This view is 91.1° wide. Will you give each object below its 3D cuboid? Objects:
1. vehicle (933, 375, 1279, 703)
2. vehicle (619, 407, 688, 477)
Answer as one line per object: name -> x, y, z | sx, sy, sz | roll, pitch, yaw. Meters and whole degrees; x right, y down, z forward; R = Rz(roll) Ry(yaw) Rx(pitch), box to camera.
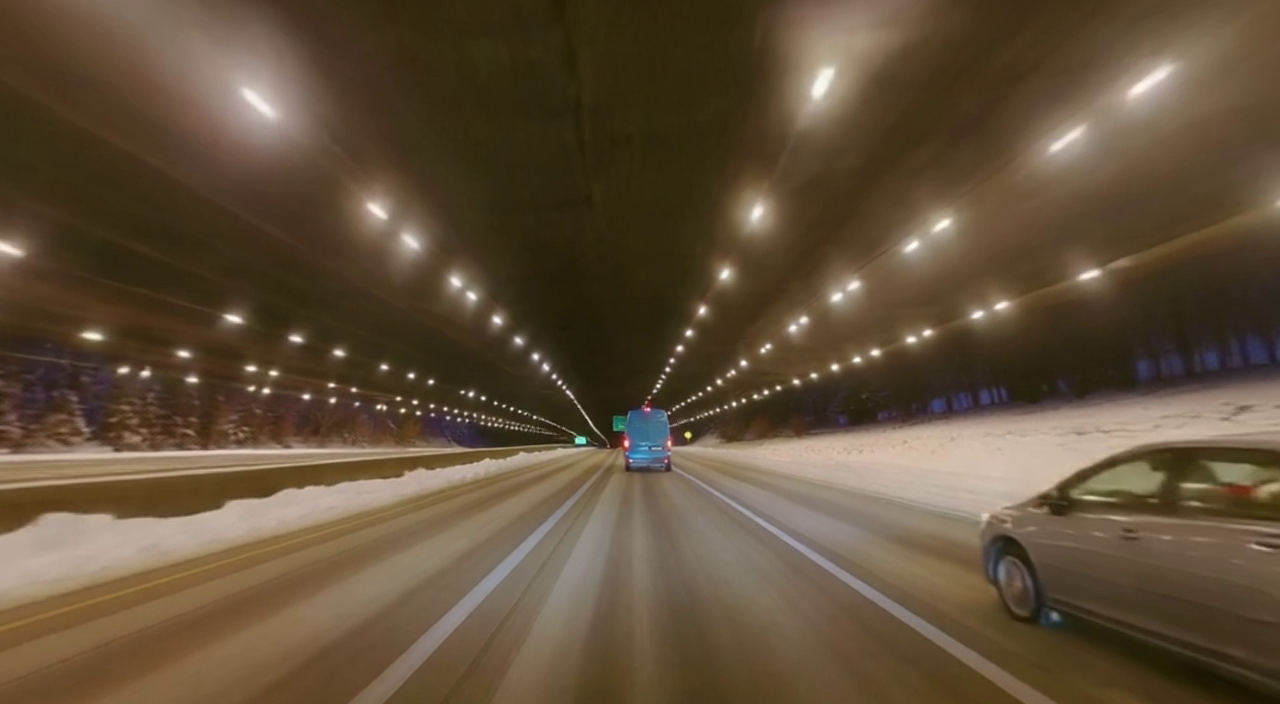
vehicle -> 3.341, 0.925, 2.754 | 2.095, 1.553, 4.069 | 0, -8, -1
vehicle -> 0.443, 3.541, 24.930 | 2.404, 2.459, 5.229 | 0, -8, -1
